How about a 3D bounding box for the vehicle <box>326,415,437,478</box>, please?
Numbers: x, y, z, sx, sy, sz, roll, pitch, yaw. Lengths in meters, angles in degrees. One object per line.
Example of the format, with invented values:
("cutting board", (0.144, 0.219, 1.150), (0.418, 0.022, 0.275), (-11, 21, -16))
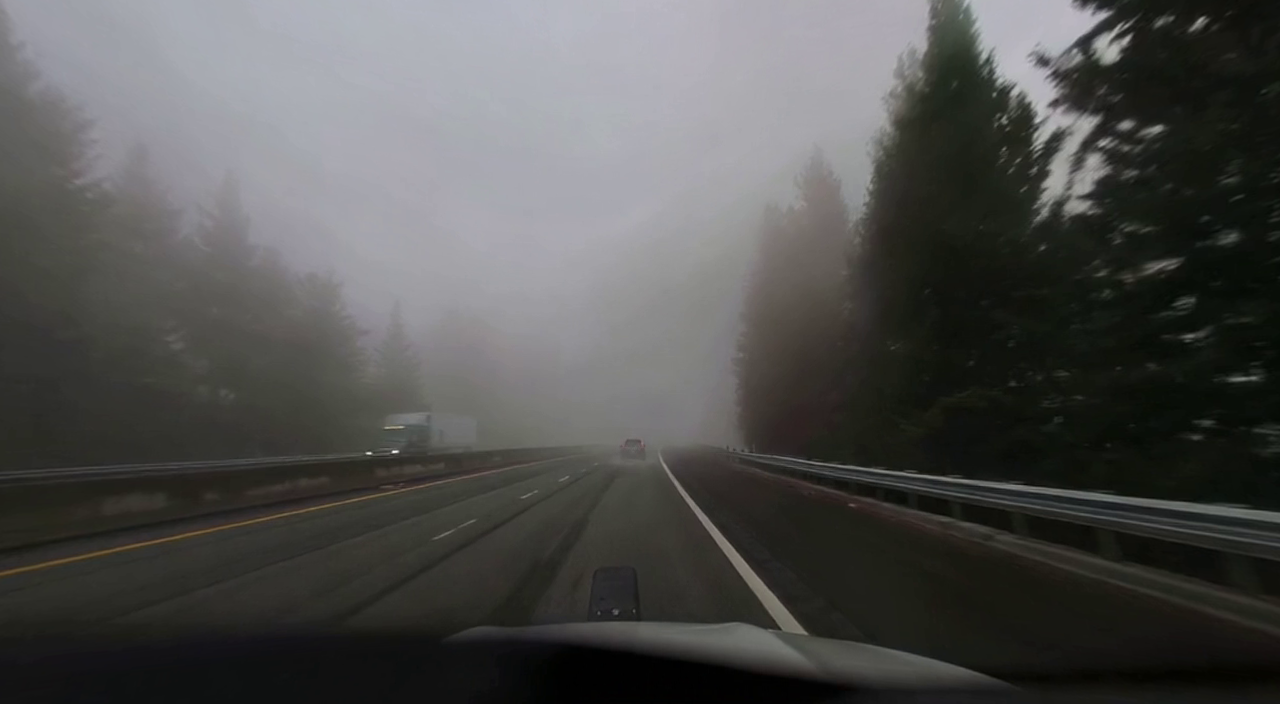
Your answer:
("vehicle", (-13.002, 4.814, 32.344), (2.658, 2.881, 6.434), (-1, -8, 3))
